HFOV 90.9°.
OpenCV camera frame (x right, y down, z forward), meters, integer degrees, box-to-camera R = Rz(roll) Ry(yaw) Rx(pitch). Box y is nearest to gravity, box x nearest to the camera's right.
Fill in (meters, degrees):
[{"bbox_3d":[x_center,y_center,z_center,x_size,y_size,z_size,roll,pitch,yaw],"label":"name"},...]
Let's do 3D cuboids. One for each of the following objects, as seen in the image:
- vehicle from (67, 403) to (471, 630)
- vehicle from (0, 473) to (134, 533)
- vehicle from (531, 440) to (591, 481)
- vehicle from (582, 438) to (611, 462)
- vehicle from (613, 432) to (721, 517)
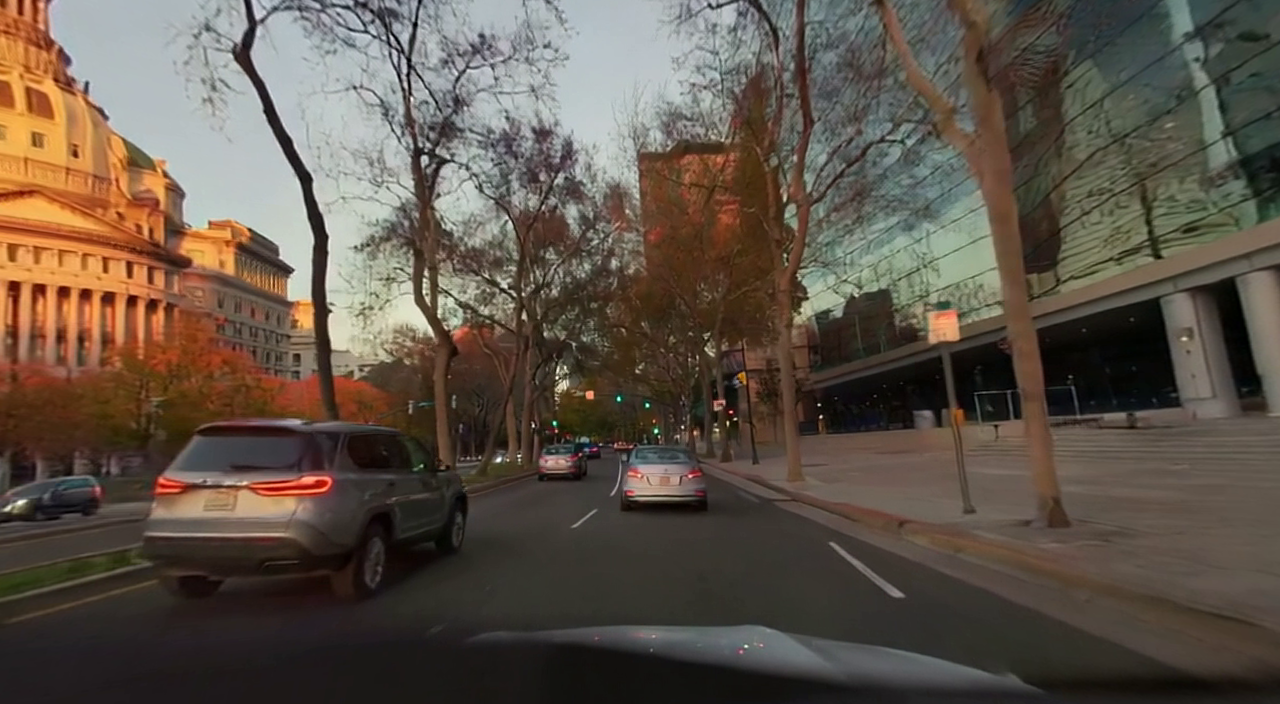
[{"bbox_3d":[-3.211,1.476,6.509,1.848,1.641,3.686,0,-9,1],"label":"vehicle"},{"bbox_3d":[-20.951,5.312,22.627,1.864,1.688,4.558,0,-9,-2],"label":"vehicle"},{"bbox_3d":[-3.125,4.379,25.808,1.961,1.517,4.202,0,-9,-1],"label":"vehicle"},{"bbox_3d":[-3.329,7.599,49.041,1.969,1.764,4.160,0,-9,-1],"label":"vehicle"},{"bbox_3d":[0.425,2.475,13.226,1.933,1.504,3.802,0,-9,-2],"label":"vehicle"}]
